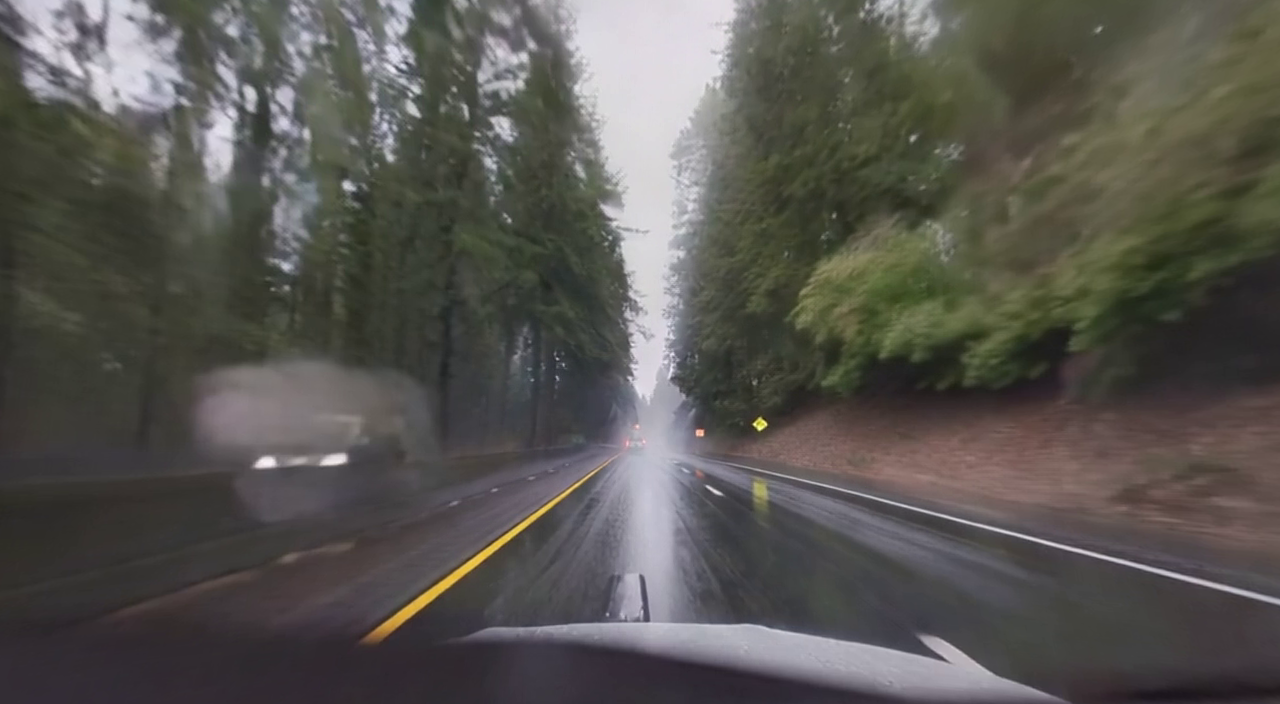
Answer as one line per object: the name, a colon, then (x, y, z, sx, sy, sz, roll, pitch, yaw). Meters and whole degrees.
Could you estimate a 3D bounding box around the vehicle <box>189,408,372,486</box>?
vehicle: (-9.542, 2.602, 17.378, 2.147, 1.836, 4.829, 0, -8, 0)
